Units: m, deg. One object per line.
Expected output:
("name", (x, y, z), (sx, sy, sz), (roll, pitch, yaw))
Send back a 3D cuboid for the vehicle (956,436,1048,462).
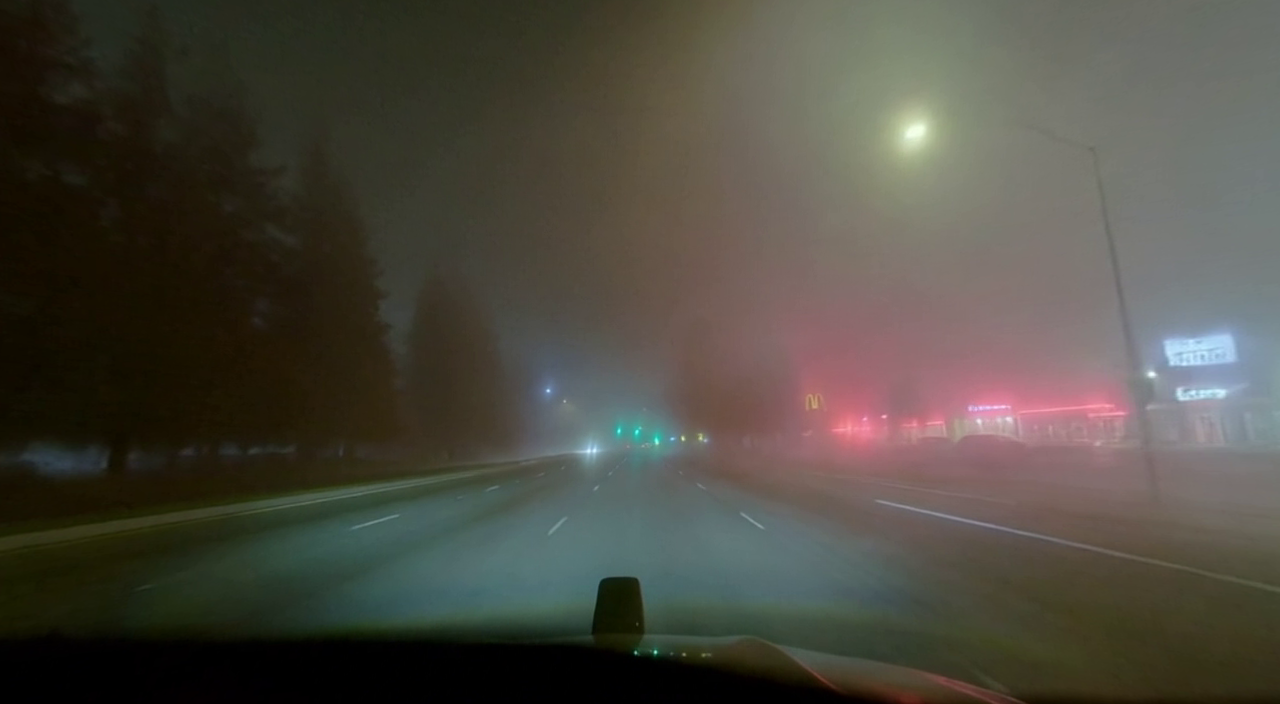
("vehicle", (22.250, 5.952, 38.913), (4.373, 1.532, 2.071), (0, -8, -1))
